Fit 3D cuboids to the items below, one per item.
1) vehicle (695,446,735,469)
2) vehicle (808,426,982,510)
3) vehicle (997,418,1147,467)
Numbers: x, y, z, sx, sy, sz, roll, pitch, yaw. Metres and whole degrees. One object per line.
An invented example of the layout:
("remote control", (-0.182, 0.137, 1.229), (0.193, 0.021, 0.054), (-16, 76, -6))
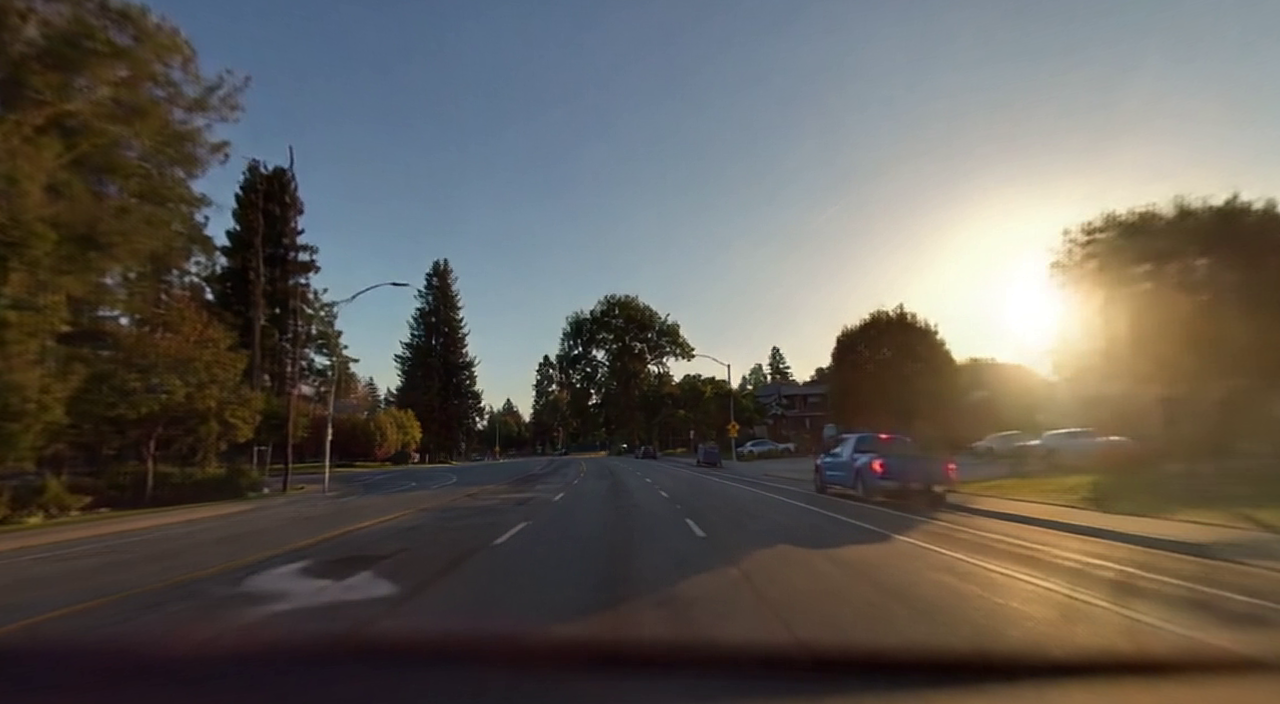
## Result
("vehicle", (5.093, 7.259, 43.541), (1.969, 1.495, 4.328), (0, -9, -3))
("vehicle", (6.513, 3.037, 17.128), (2.285, 1.868, 5.575), (0, -9, -1))
("vehicle", (17.544, 3.692, 25.802), (4.623, 1.741, 1.924), (-2, -8, -1))
